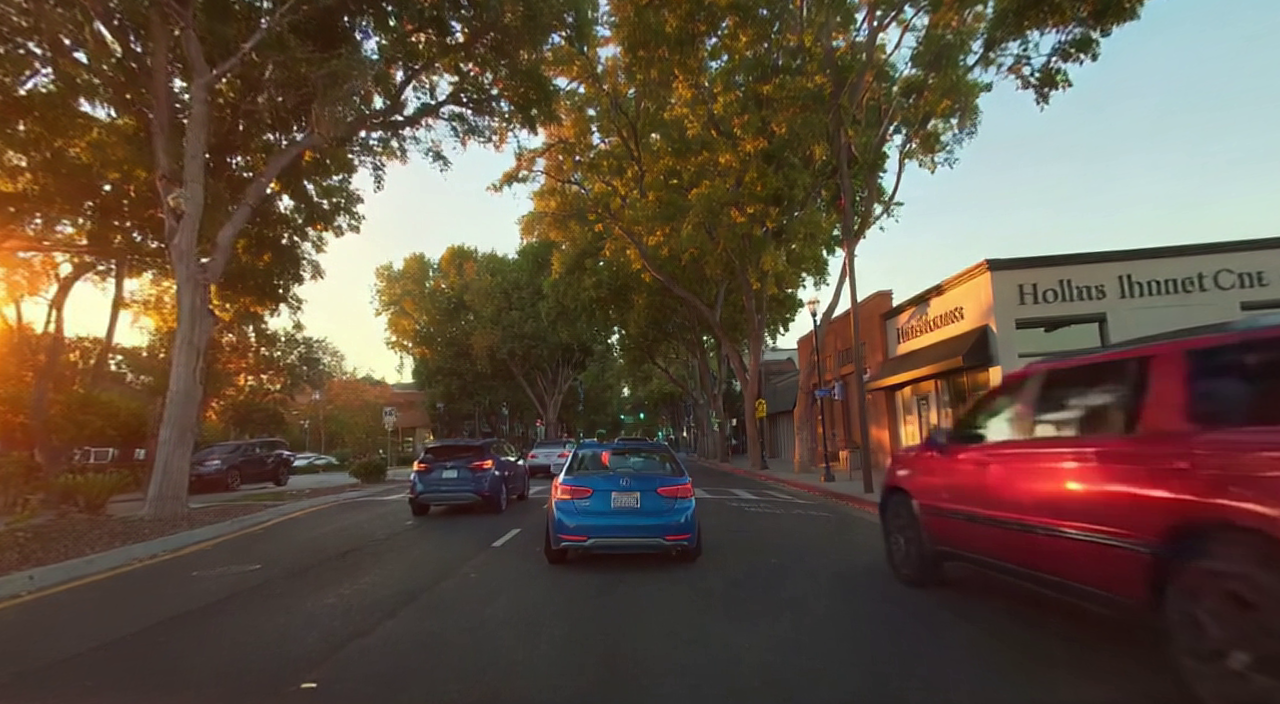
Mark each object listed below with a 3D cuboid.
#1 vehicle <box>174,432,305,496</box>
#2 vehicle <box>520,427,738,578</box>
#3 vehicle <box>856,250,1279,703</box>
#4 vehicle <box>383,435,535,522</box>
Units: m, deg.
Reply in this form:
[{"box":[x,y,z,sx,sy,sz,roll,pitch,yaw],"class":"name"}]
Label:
[{"box":[-19.166,5.357,30.671,2.286,2.777,5.926,0,-9,2],"class":"vehicle"},{"box":[-0.114,1.801,8.336,2.160,1.482,4.037,0,-9,0],"class":"vehicle"},{"box":[3.267,0.898,3.877,2.152,1.987,4.527,0,-9,-1],"class":"vehicle"},{"box":[-3.454,2.492,12.914,1.905,1.473,4.016,0,-9,0],"class":"vehicle"}]
